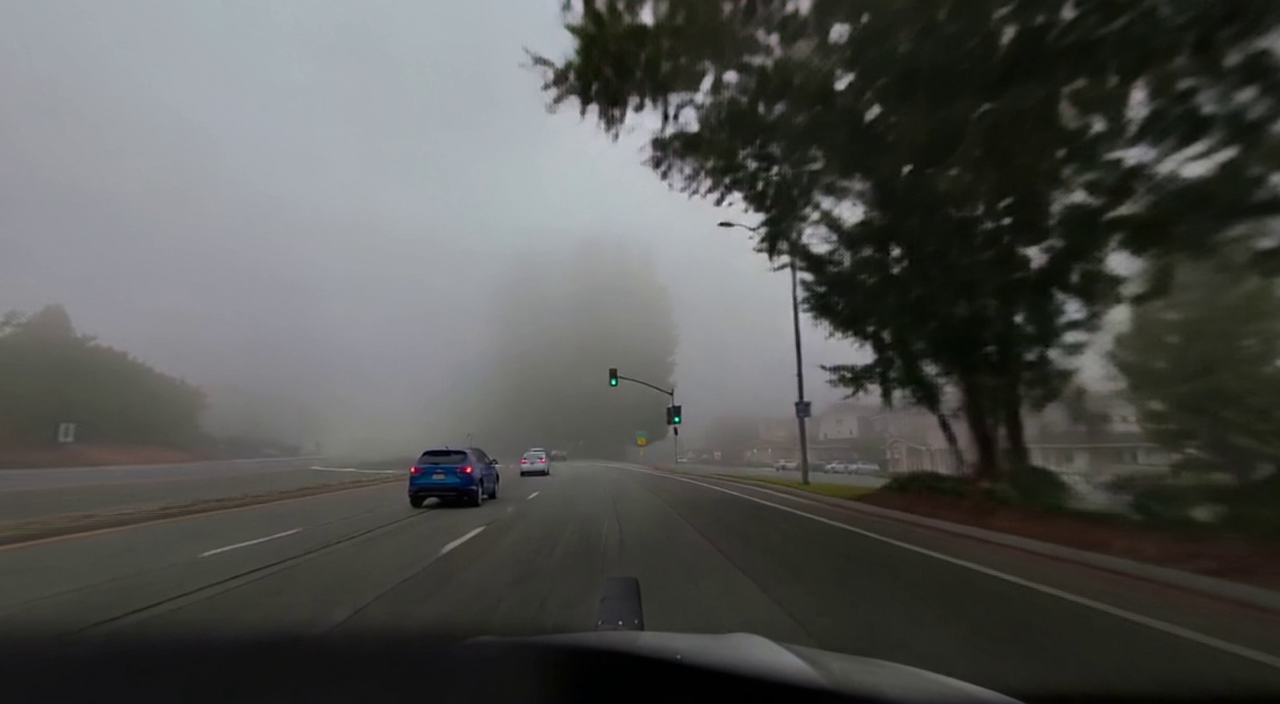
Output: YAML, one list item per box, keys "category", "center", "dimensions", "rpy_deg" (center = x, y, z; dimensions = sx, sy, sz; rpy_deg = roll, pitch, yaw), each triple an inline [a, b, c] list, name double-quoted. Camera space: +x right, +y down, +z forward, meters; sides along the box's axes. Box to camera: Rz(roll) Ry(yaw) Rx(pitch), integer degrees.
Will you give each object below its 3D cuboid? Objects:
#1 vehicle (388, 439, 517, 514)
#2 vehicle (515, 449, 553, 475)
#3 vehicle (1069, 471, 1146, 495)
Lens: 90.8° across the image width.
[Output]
- category: "vehicle"
  center: [-4.617, 3.106, 16.350]
  dimensions: [2.098, 1.613, 4.606]
  rpy_deg: [0, -8, -3]
- category: "vehicle"
  center: [-6.229, 6.499, 37.557]
  dimensions: [1.904, 1.476, 3.736]
  rpy_deg: [0, -8, -4]
- category: "vehicle"
  center: [34.185, 9.586, 46.388]
  dimensions: [1.933, 1.489, 4.403]
  rpy_deg: [1, -9, -8]
